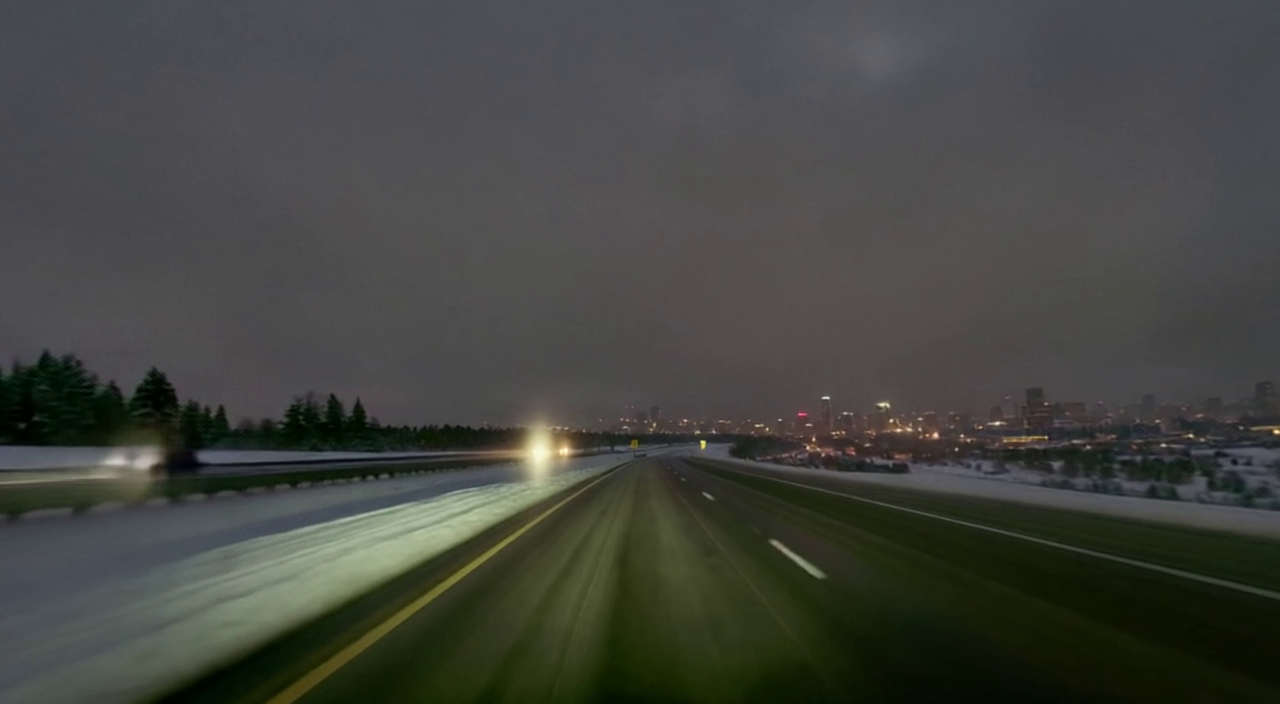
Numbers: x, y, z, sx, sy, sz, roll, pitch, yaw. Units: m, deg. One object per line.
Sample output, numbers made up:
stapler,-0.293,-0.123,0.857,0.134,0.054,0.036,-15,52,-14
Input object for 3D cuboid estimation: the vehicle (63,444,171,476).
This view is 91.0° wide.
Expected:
vehicle,-27.468,5.659,33.273,1.776,1.507,4.684,0,-8,-2
